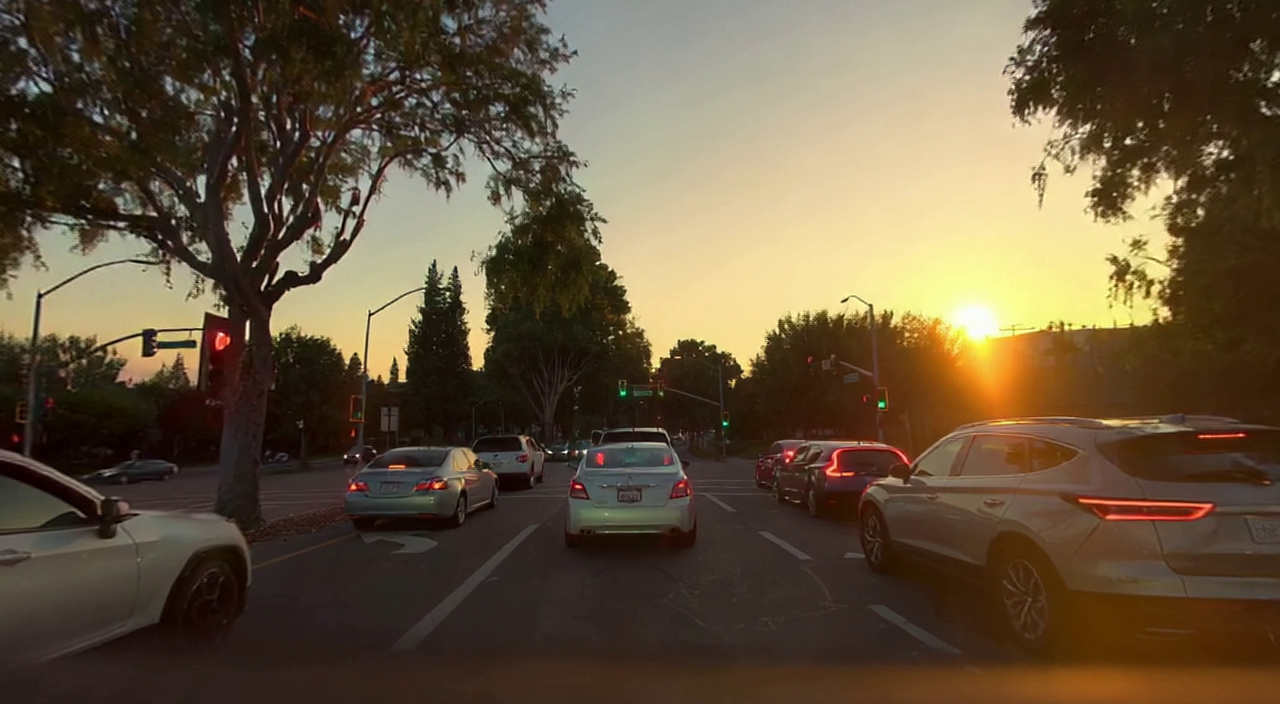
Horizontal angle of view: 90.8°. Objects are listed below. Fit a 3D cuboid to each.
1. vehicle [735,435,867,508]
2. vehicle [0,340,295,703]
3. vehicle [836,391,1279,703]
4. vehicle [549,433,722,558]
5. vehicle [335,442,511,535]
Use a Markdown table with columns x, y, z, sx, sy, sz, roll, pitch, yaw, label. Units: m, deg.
| x | y | z | sx | sy | sz | roll | pitch | yaw | label |
| --- | --- | --- | --- | --- | --- | --- | --- | --- | --- |
| 3.652 | 2.779 | 15.246 | 1.922 | 1.472 | 4.440 | 0 | -8 | -1 | vehicle |
| -3.654 | 0.836 | 2.542 | 2.047 | 1.764 | 4.369 | 0 | -8 | 0 | vehicle |
| 3.395 | 1.305 | 5.411 | 1.933 | 1.564 | 4.600 | 0 | -8 | 0 | vehicle |
| -0.071 | 2.008 | 9.594 | 2.061 | 1.470 | 3.970 | 0 | -8 | 0 | vehicle |
| -3.919 | 2.503 | 12.335 | 1.919 | 1.459 | 4.371 | 0 | -8 | -1 | vehicle |
